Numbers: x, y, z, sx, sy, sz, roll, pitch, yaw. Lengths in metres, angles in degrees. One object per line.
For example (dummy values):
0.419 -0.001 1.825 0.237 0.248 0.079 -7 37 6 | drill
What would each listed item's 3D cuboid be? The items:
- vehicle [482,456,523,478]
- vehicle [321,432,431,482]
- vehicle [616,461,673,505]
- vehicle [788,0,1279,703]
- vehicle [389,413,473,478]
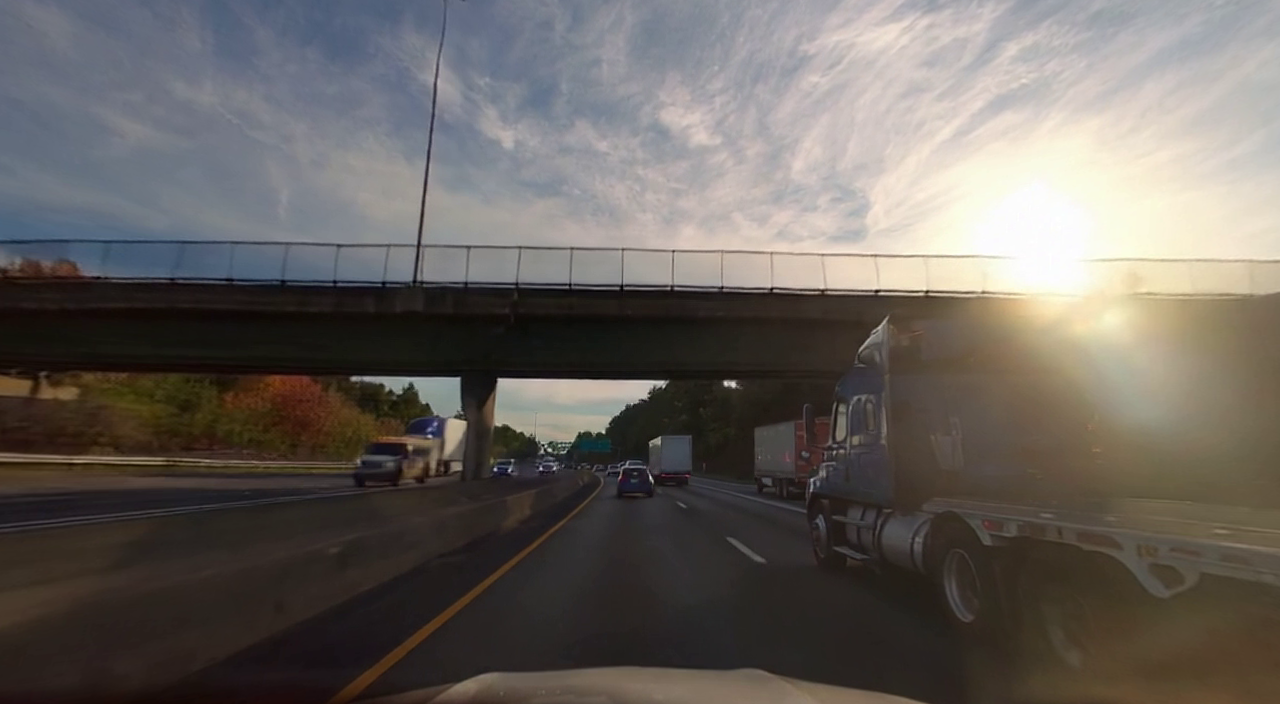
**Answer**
-9.804 8.283 45.328 1.911 1.455 4.516 1 -11 0 | vehicle
-10.146 4.156 24.719 2.207 1.713 4.723 1 -11 0 | vehicle
0.163 5.069 24.597 2.067 1.552 3.601 1 -11 0 | vehicle
3.707 -0.274 2.036 2.831 4.150 14.519 1 -11 0 | vehicle
-13.825 6.414 42.439 3.010 3.930 7.428 1 -10 -1 | vehicle
